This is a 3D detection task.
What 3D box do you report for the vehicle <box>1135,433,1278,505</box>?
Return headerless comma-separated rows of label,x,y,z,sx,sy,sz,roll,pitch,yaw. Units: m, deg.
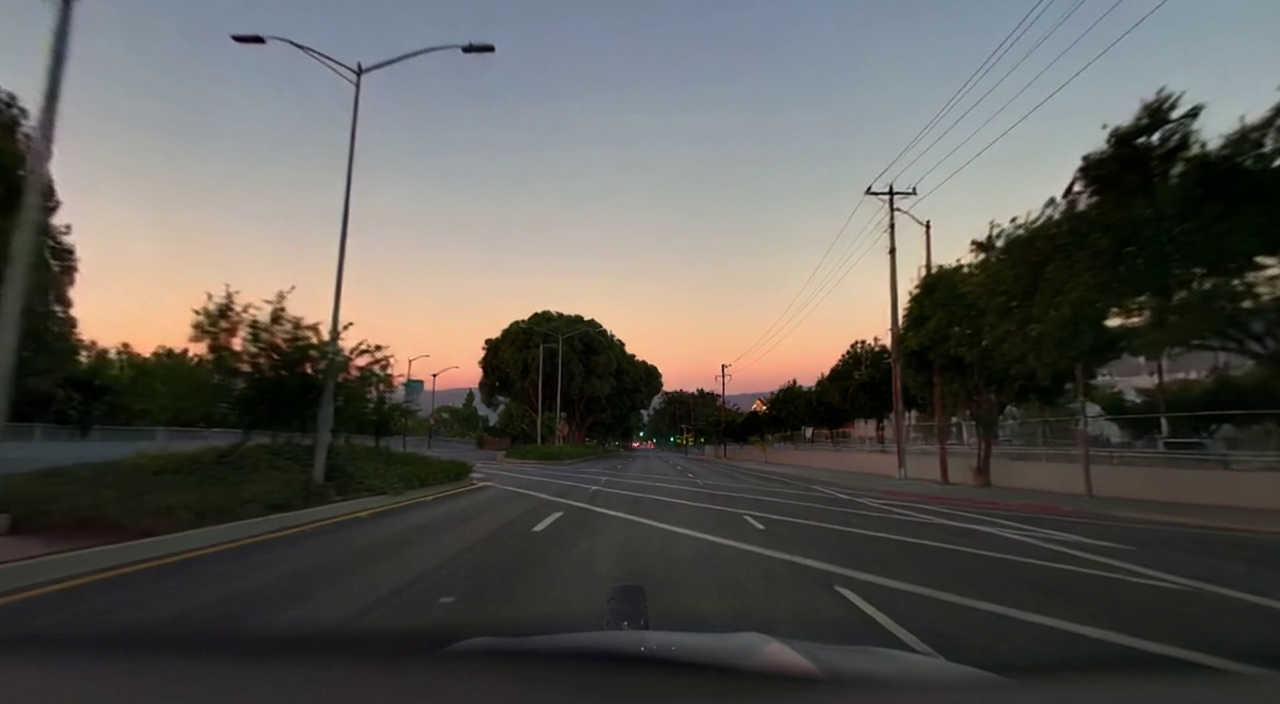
vehicle,15.911,3.254,17.927,1.800,1.840,2.969,-3,-9,17
